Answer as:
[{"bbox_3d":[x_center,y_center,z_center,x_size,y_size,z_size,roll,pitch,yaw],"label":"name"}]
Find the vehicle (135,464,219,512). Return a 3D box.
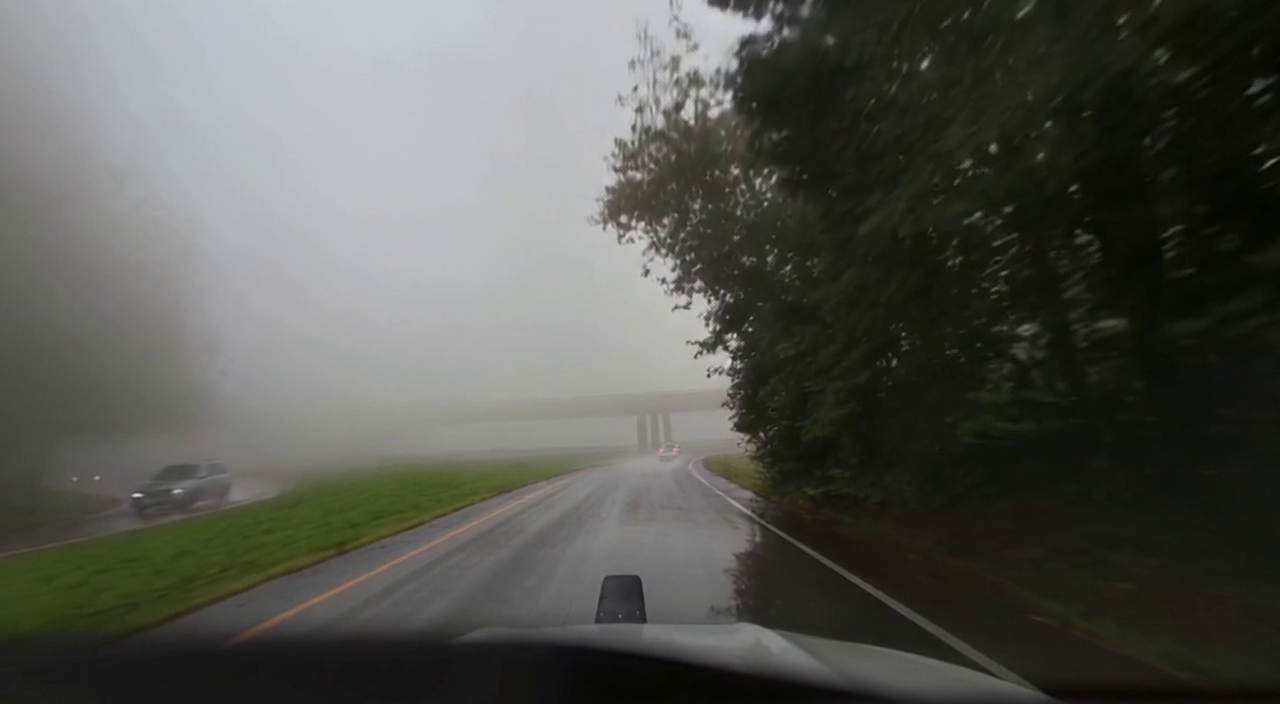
[{"bbox_3d":[-18.414,5.380,25.216,1.877,1.603,4.215,4,-10,-25],"label":"vehicle"}]

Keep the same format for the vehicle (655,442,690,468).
[{"bbox_3d":[1.962,6.125,37.518,1.980,1.449,3.650,-1,-9,4],"label":"vehicle"}]
